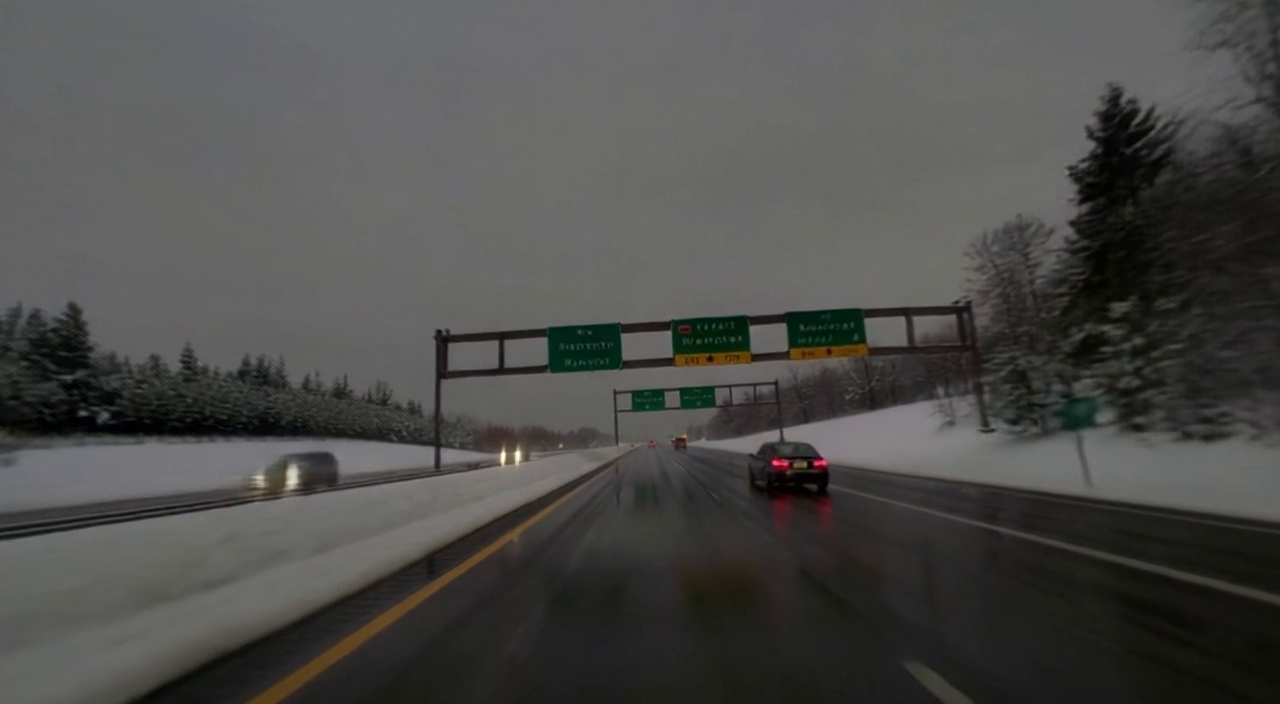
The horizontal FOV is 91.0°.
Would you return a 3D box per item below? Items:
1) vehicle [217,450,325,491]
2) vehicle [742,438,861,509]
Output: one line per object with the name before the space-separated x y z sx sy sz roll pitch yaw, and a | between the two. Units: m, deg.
vehicle | -15.774 5.049 27.192 1.943 1.518 4.421 0 -8 1
vehicle | 3.543 2.702 14.545 1.683 1.400 3.868 0 -8 -1
